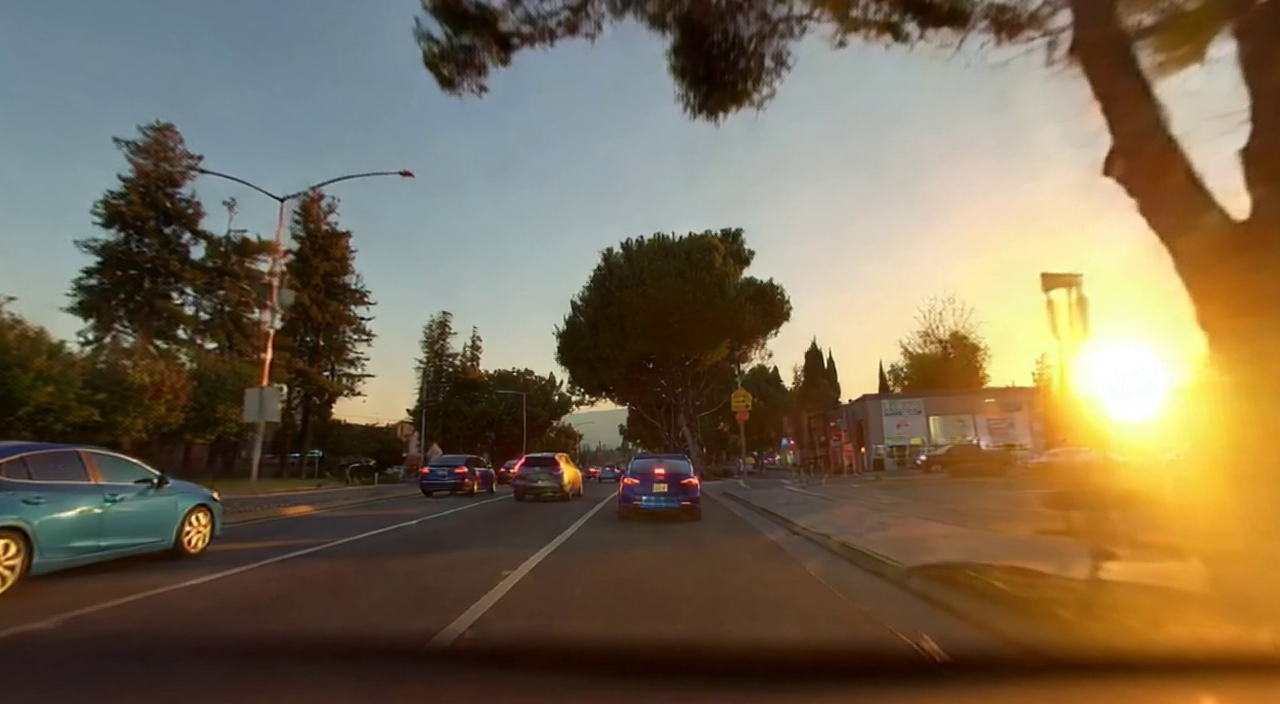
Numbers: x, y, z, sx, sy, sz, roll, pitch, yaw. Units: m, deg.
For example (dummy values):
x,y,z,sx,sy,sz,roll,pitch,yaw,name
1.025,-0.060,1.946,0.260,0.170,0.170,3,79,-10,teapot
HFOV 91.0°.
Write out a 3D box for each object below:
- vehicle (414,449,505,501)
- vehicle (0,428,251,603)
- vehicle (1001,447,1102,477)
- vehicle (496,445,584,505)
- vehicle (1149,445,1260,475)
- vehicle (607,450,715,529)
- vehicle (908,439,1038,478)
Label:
x,y,z,sx,sy,sz,roll,pitch,yaw,name
-6.748,4.601,24.062,2.032,1.767,4.549,0,-9,1,vehicle
-7.084,1.800,7.595,1.968,1.657,4.230,0,-9,1,vehicle
22.458,6.012,34.436,4.220,1.550,1.935,-9,-13,43,vehicle
-3.164,3.992,20.999,2.055,1.725,4.732,0,-9,1,vehicle
30.519,5.798,34.141,1.757,1.496,4.200,7,-11,-42,vehicle
0.449,2.982,14.286,2.091,1.494,3.962,0,-9,1,vehicle
18.220,5.808,34.672,5.852,1.962,2.323,-8,-12,41,vehicle
